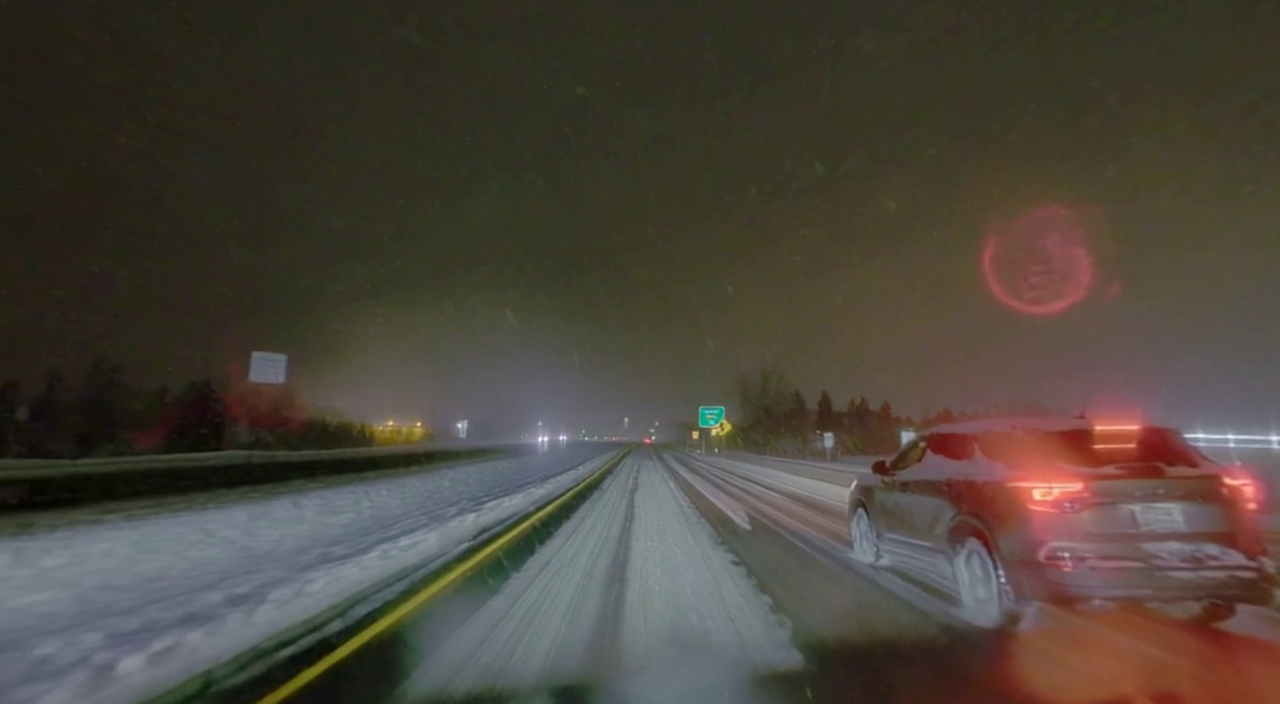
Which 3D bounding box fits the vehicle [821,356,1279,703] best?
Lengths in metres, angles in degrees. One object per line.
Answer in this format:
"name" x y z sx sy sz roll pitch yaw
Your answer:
"vehicle" 3.134 1.176 5.197 2.059 1.715 4.192 0 -8 1
